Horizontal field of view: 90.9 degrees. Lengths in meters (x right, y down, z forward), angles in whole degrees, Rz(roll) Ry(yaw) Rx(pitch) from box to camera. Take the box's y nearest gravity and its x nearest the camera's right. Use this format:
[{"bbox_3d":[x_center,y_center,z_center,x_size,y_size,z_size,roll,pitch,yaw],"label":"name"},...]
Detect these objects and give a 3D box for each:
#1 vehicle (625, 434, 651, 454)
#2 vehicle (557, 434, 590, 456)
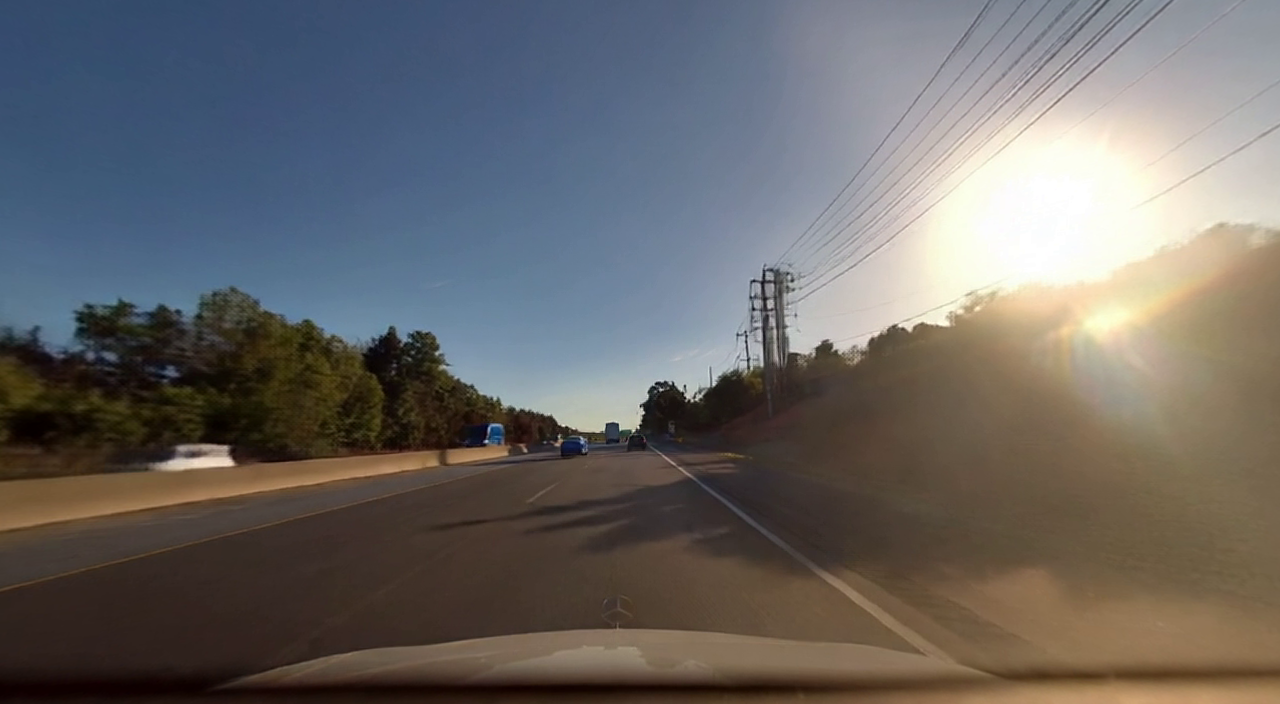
[{"bbox_3d":[-0.172,6.869,47.221,1.890,1.472,3.716,0,-8,-1],"label":"vehicle"},{"bbox_3d":[-4.569,6.443,43.811,1.911,1.477,3.807,0,-8,0],"label":"vehicle"}]
